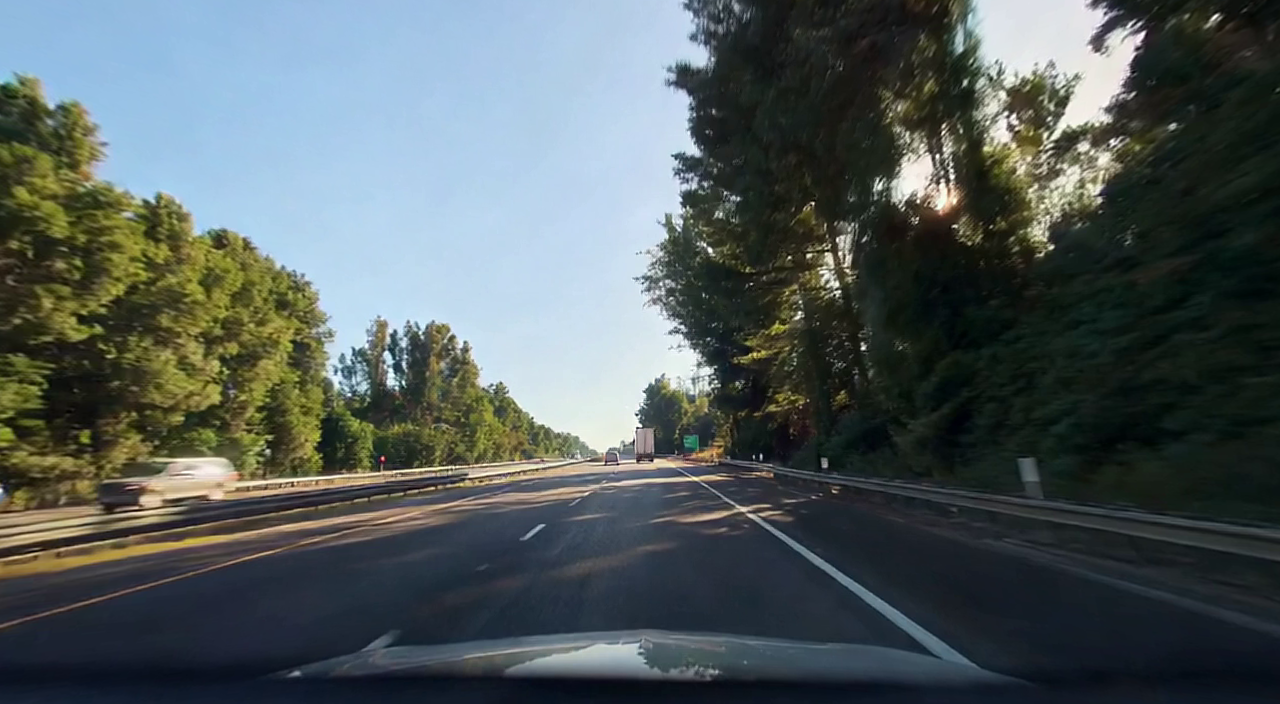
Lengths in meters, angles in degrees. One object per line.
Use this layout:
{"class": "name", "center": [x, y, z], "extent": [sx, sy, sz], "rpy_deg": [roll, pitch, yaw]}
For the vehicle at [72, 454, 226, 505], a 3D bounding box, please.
{"class": "vehicle", "center": [-15.457, 3.991, 20.145], "extent": [1.784, 1.425, 3.783], "rpy_deg": [0, -9, 1]}
